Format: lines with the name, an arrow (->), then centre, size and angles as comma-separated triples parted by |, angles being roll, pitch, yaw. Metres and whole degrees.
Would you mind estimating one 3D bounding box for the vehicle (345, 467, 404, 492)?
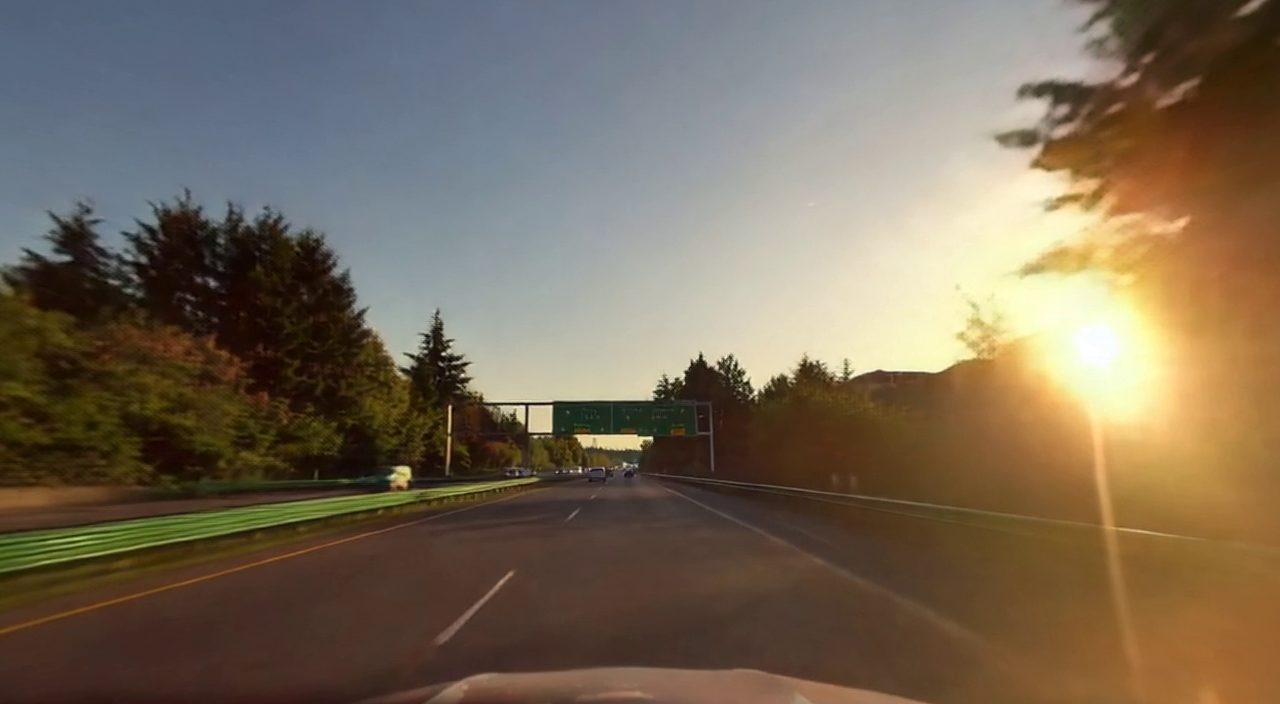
vehicle -> -16.815, 8.115, 40.153 | 1.897, 1.465, 4.352 | 1, -11, -1
